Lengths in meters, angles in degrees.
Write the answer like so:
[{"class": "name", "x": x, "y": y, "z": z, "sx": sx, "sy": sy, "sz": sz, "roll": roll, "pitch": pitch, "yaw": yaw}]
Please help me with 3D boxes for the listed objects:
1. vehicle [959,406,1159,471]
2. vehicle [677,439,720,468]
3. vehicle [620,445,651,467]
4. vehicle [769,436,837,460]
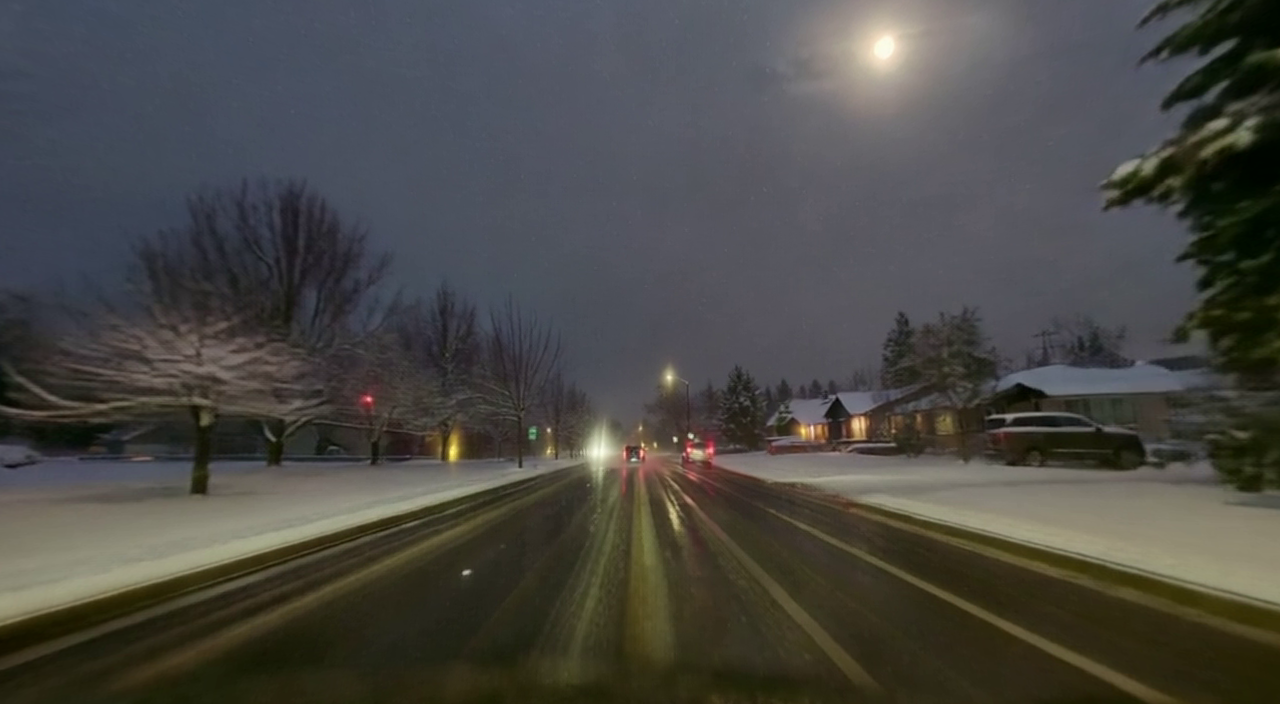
[{"class": "vehicle", "x": 13.106, "y": 2.738, "z": 19.938, "sx": 4.739, "sy": 1.918, "sz": 2.071, "roll": 0, "pitch": -9, "yaw": 3}, {"class": "vehicle", "x": 3.824, "y": 6.786, "z": 42.096, "sx": 2.203, "sy": 1.828, "sz": 5.336, "roll": 1, "pitch": -9, "yaw": -2}, {"class": "vehicle", "x": -0.315, "y": 7.323, "z": 44.387, "sx": 2.054, "sy": 1.456, "sz": 4.003, "roll": 0, "pitch": -8, "yaw": 0}, {"class": "vehicle", "x": 12.749, "y": 7.527, "z": 49.197, "sx": 4.694, "sy": 1.622, "sz": 2.067, "roll": -2, "pitch": -7, "yaw": 0}]
